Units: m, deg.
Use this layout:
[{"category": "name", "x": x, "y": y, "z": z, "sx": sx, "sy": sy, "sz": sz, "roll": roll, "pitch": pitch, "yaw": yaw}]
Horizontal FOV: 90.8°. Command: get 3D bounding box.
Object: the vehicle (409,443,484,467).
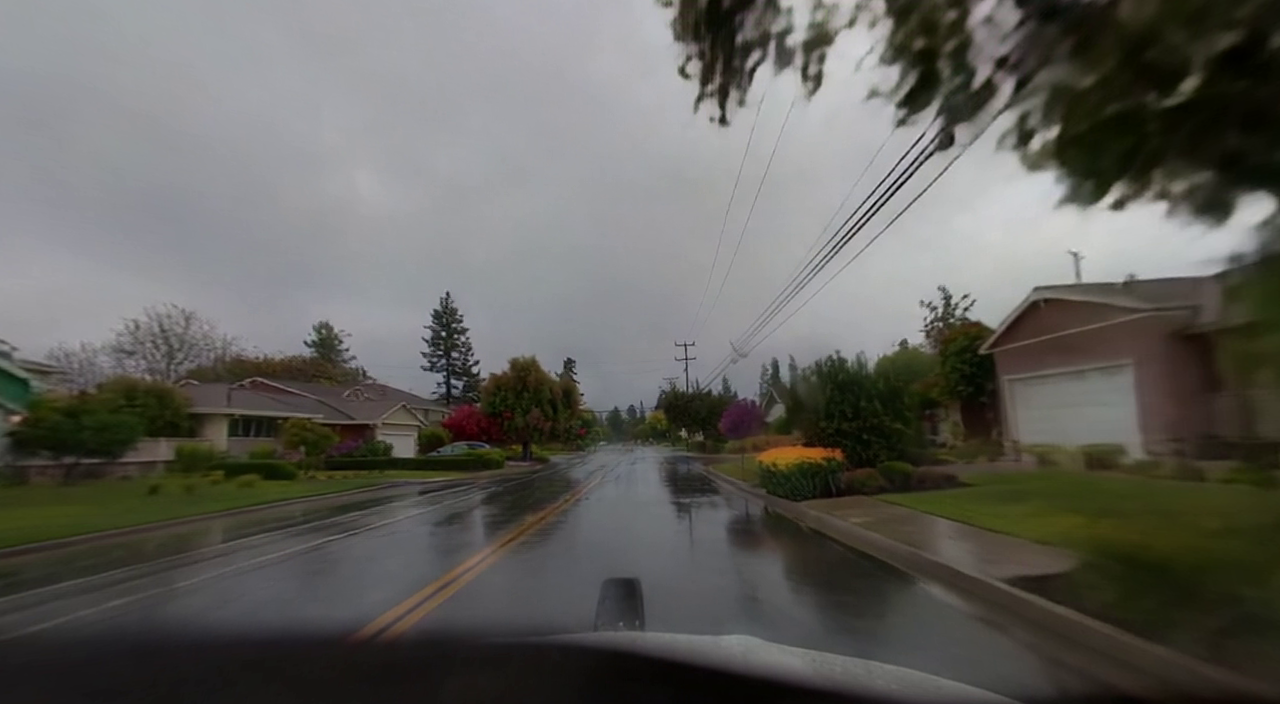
[{"category": "vehicle", "x": -13.627, "y": 7.264, "z": 44.721, "sx": 4.554, "sy": 1.535, "sz": 2.261, "roll": 0, "pitch": -8, "yaw": -2}]
